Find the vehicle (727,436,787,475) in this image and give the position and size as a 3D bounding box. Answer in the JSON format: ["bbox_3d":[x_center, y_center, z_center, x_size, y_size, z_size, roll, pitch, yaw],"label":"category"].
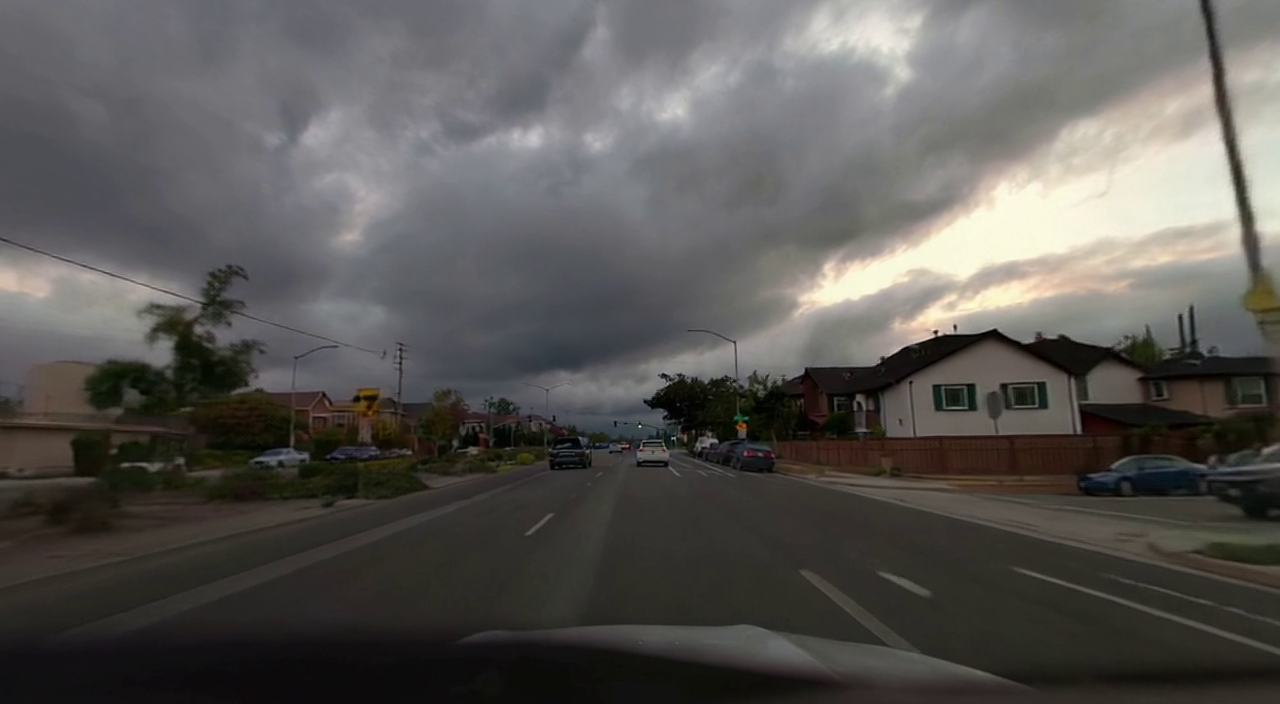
[{"bbox_3d":[5.891,5.272,32.433,2.154,1.824,4.782,0,-9,0],"label":"vehicle"}]

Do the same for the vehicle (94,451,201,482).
[{"bbox_3d":[-25.568,5.905,33.020,1.839,1.463,4.705,0,-9,-1],"label":"vehicle"}]

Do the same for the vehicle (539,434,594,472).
[{"bbox_3d":[-3.618,5.104,32.000,2.233,1.775,4.491,0,-9,0],"label":"vehicle"}]

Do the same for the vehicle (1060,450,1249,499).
[{"bbox_3d":[16.511,3.919,20.454,4.459,1.455,1.901,0,-9,-1],"label":"vehicle"}]

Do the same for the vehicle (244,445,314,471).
[{"bbox_3d":[-25.700,7.554,45.214,2.018,1.721,4.735,0,-9,2],"label":"vehicle"}]

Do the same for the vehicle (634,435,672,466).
[{"bbox_3d":[0.766,6.316,40.614,2.273,1.851,5.075,0,-9,-1],"label":"vehicle"}]
